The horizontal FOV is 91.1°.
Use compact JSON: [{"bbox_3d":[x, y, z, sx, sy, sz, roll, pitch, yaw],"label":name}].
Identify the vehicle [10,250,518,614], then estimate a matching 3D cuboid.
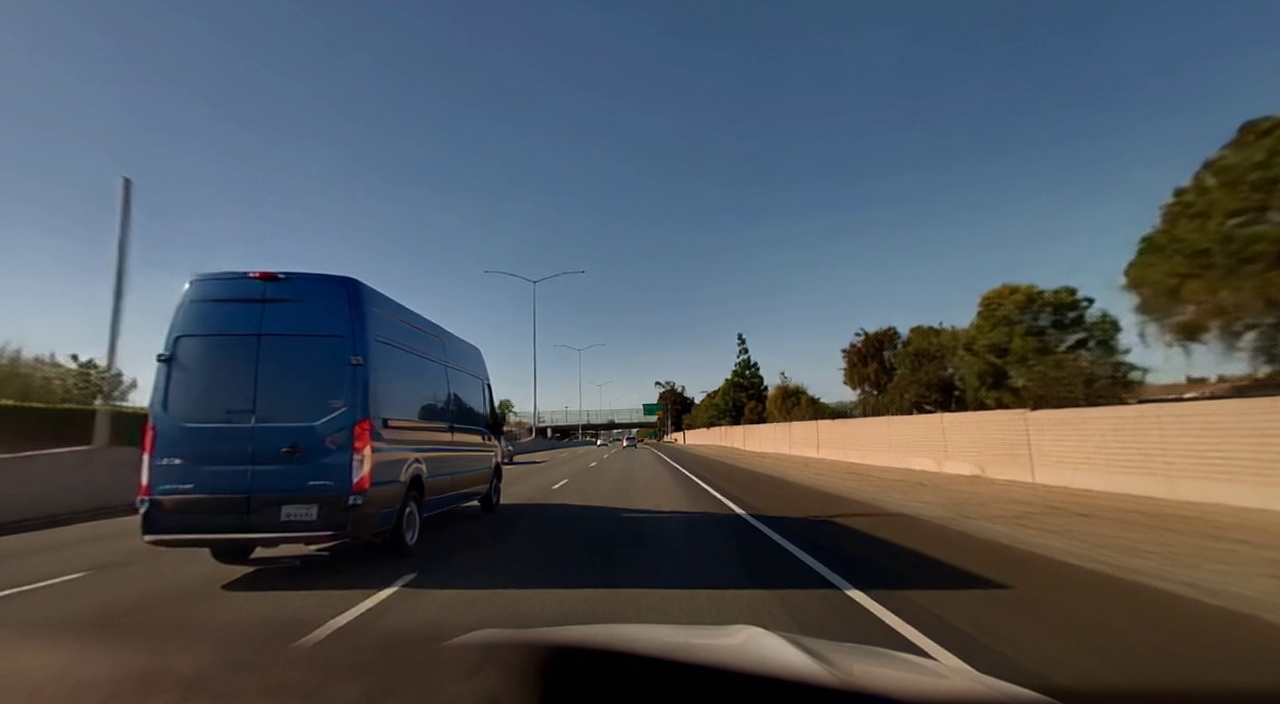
[{"bbox_3d":[-3.530,1.054,8.496,2.428,2.782,7.330,0,-8,-1],"label":"vehicle"}]
